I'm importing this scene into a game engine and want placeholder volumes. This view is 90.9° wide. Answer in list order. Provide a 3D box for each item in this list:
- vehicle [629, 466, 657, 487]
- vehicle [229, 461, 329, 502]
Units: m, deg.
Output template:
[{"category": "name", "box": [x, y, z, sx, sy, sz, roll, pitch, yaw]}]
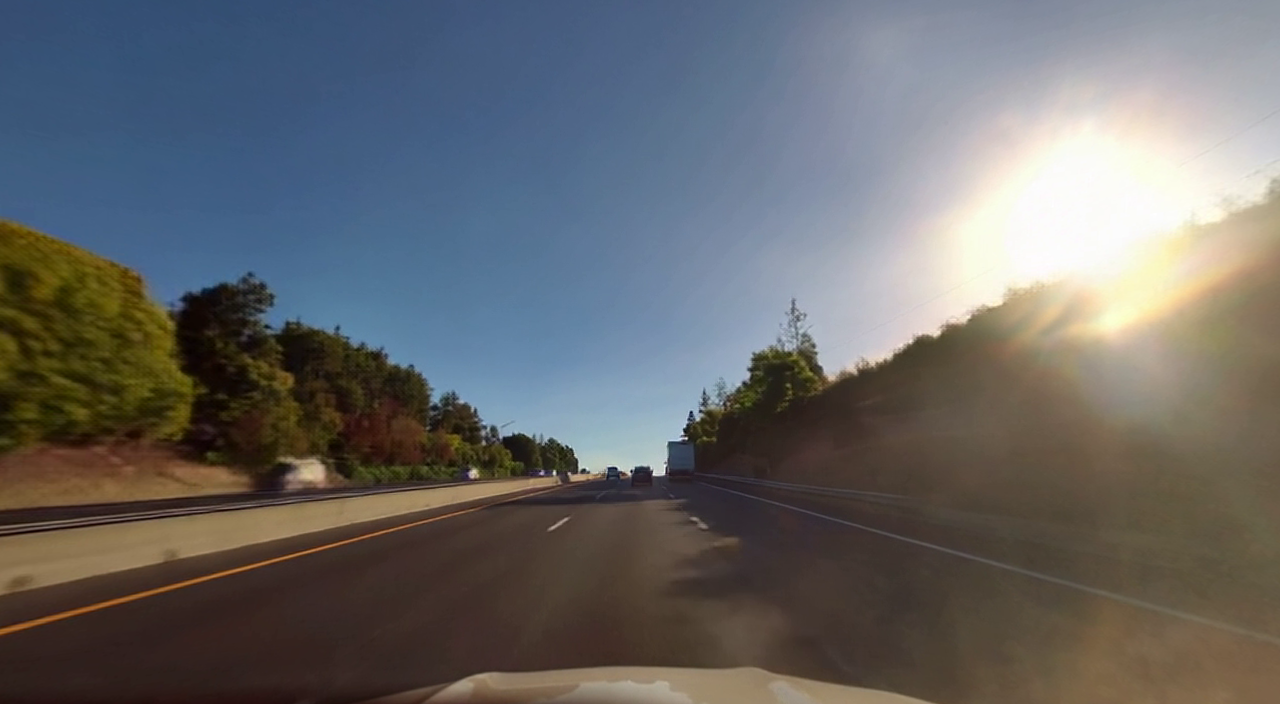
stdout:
[{"category": "vehicle", "box": [0.224, 9.365, 47.433, 2.015, 1.478, 3.920, 0, -10, 0]}, {"category": "vehicle", "box": [-15.741, 5.643, 27.743, 1.909, 1.615, 4.119, 0, -10, 0]}]
